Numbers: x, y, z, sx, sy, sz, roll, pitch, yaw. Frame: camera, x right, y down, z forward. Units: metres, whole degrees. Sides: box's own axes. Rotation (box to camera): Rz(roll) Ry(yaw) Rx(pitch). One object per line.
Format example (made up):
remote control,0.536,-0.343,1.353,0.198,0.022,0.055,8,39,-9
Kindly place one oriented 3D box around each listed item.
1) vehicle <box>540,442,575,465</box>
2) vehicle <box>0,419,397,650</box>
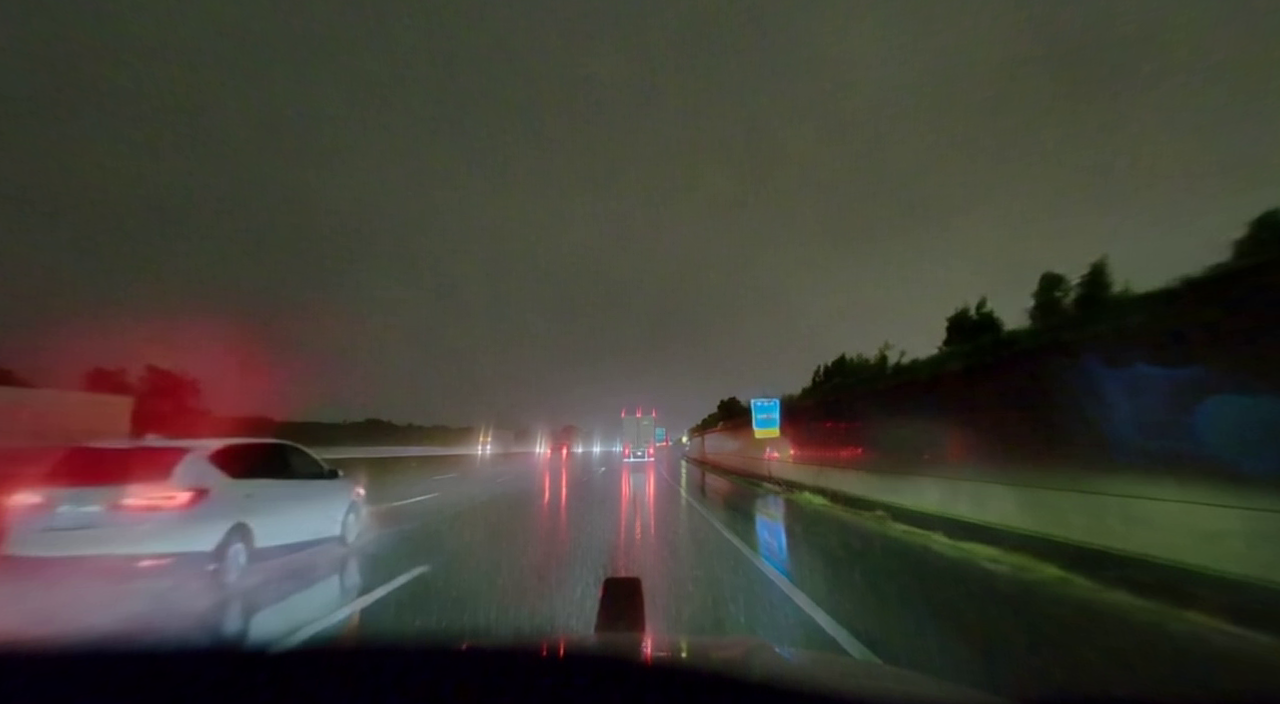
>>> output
vehicle,-6.330,7.899,49.108,2.067,1.676,4.789,0,-9,0
vehicle,-4.194,1.520,6.199,2.024,1.515,3.907,0,-9,0
